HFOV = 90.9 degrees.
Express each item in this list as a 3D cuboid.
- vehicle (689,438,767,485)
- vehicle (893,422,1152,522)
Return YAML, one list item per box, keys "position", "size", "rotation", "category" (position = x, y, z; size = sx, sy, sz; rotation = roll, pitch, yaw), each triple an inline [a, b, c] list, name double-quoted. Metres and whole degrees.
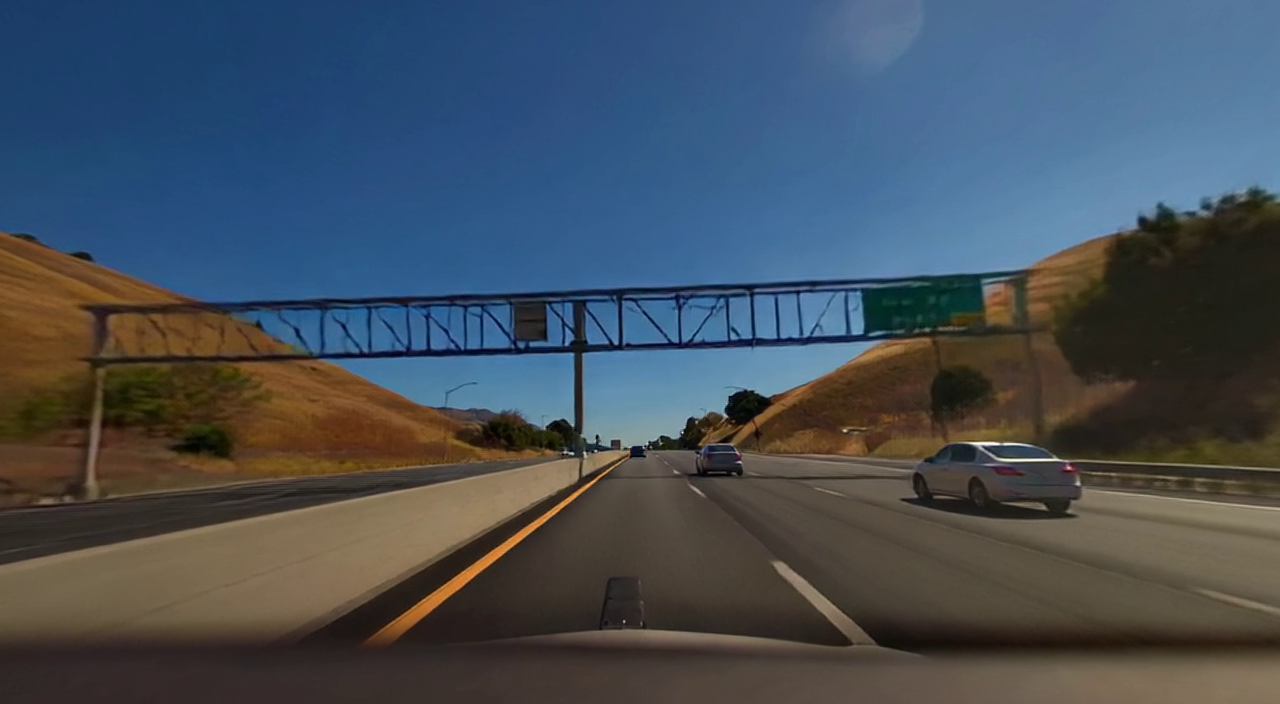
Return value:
- position: [2.921, 3.745, 21.921]
  size: [2.044, 1.444, 4.216]
  rotation: [0, -8, -1]
  category: "vehicle"
- position: [6.900, 2.203, 12.215]
  size: [1.988, 1.530, 4.777]
  rotation: [0, -8, 0]
  category: "vehicle"
